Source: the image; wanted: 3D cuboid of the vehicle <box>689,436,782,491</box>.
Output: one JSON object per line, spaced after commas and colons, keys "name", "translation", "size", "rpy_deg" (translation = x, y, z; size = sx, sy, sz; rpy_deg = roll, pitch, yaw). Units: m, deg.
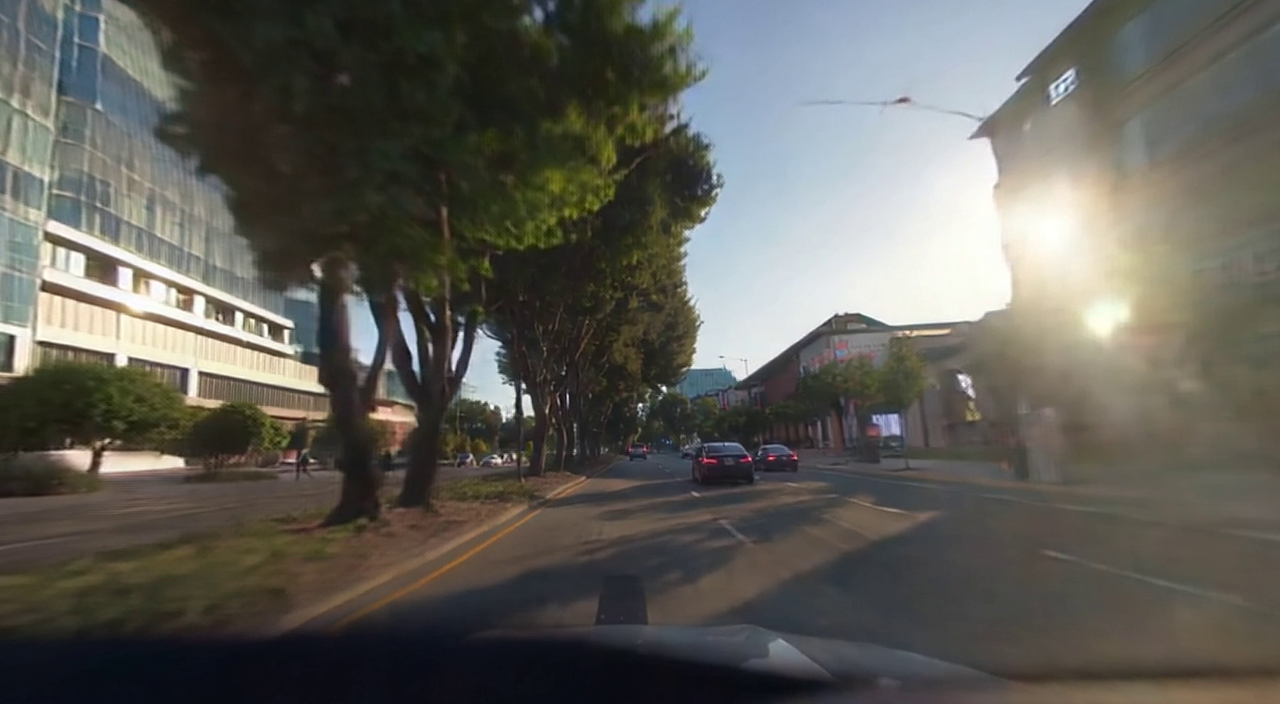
{"name": "vehicle", "translation": [2.805, 3.414, 19.723], "size": [2.131, 1.491, 4.496], "rpy_deg": [0, -8, -1]}
